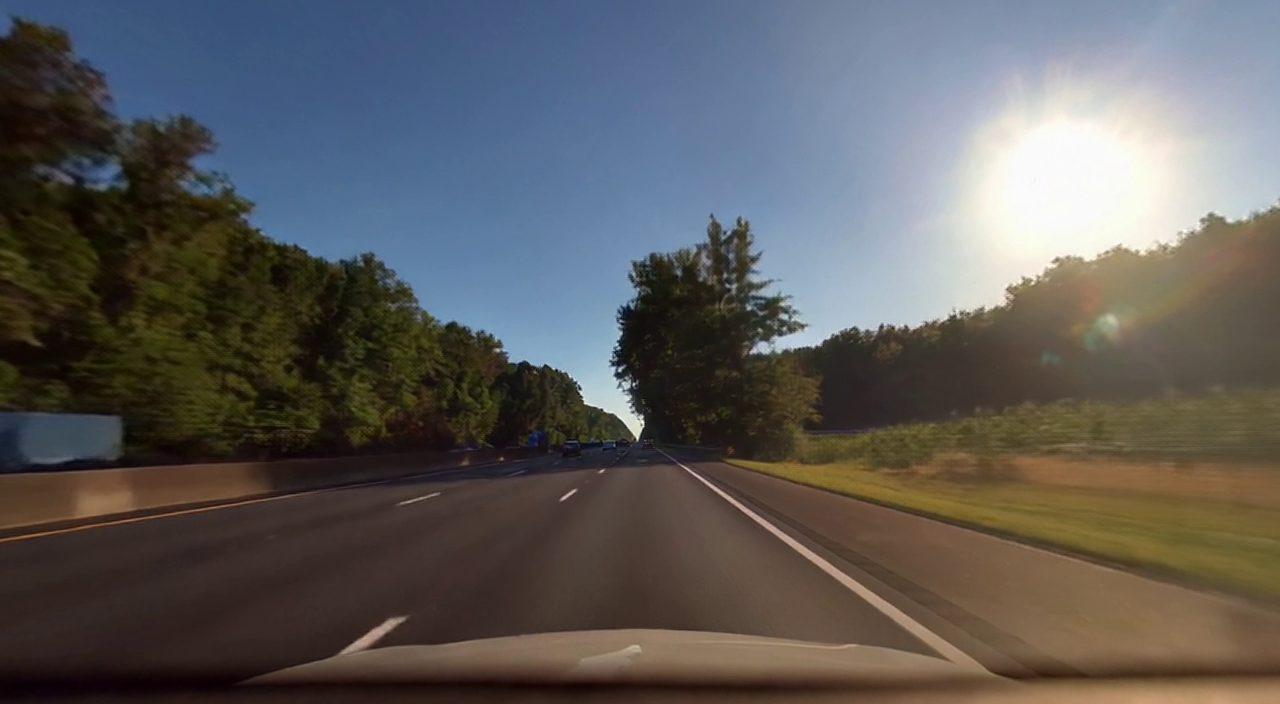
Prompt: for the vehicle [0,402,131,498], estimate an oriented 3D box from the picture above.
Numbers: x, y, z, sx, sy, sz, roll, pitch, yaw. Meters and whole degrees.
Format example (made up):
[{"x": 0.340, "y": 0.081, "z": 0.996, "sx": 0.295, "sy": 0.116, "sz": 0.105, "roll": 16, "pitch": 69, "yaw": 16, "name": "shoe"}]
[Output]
[{"x": -23.467, "y": 3.613, "z": 23.346, "sx": 2.770, "sy": 3.292, "sz": 7.462, "roll": 0, "pitch": -8, "yaw": 1, "name": "vehicle"}]
